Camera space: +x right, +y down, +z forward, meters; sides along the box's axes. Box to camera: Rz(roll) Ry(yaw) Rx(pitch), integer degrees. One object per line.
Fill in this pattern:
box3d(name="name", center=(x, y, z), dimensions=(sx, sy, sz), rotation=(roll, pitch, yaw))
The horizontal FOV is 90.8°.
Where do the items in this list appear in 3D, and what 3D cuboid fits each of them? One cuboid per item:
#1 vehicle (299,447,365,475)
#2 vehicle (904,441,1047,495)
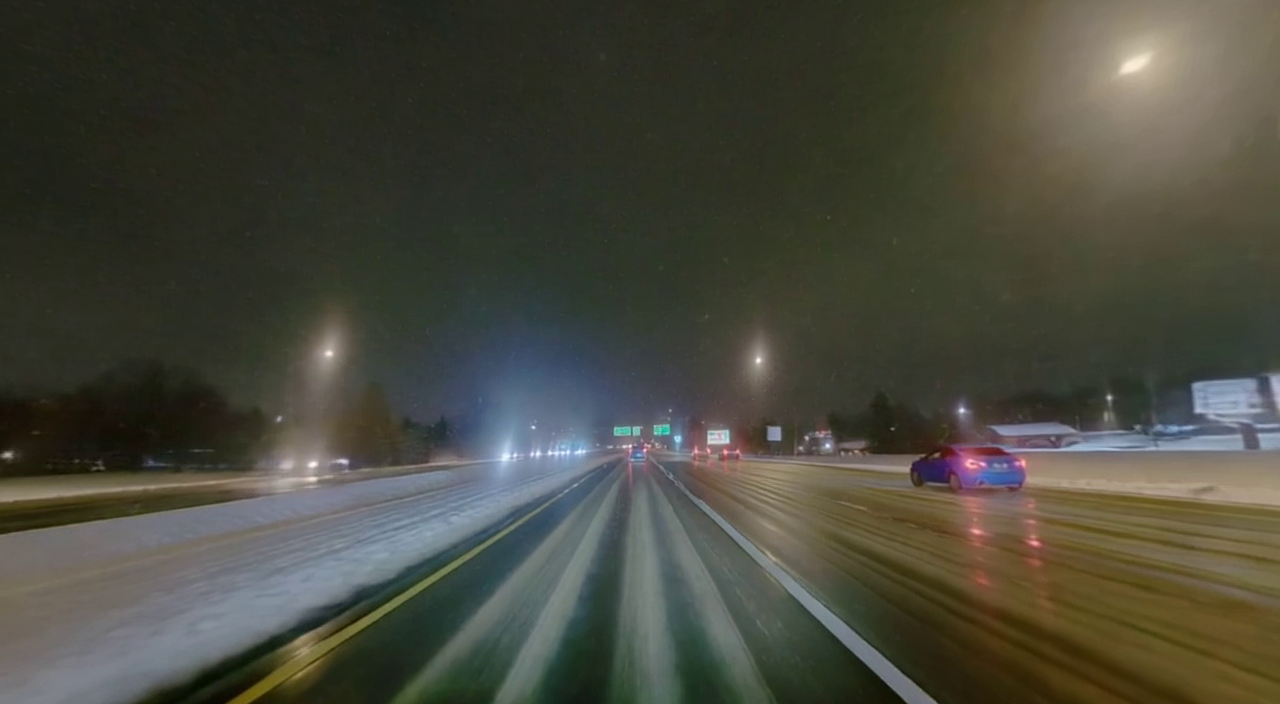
box3d(name="vehicle", center=(-21.232, 7.519, 43.793), dimensions=(2.059, 1.687, 5.067), rotation=(0, -8, -1))
box3d(name="vehicle", center=(10.667, 3.684, 20.595), dimensions=(2.024, 1.481, 4.747), rotation=(1, -8, -1))
